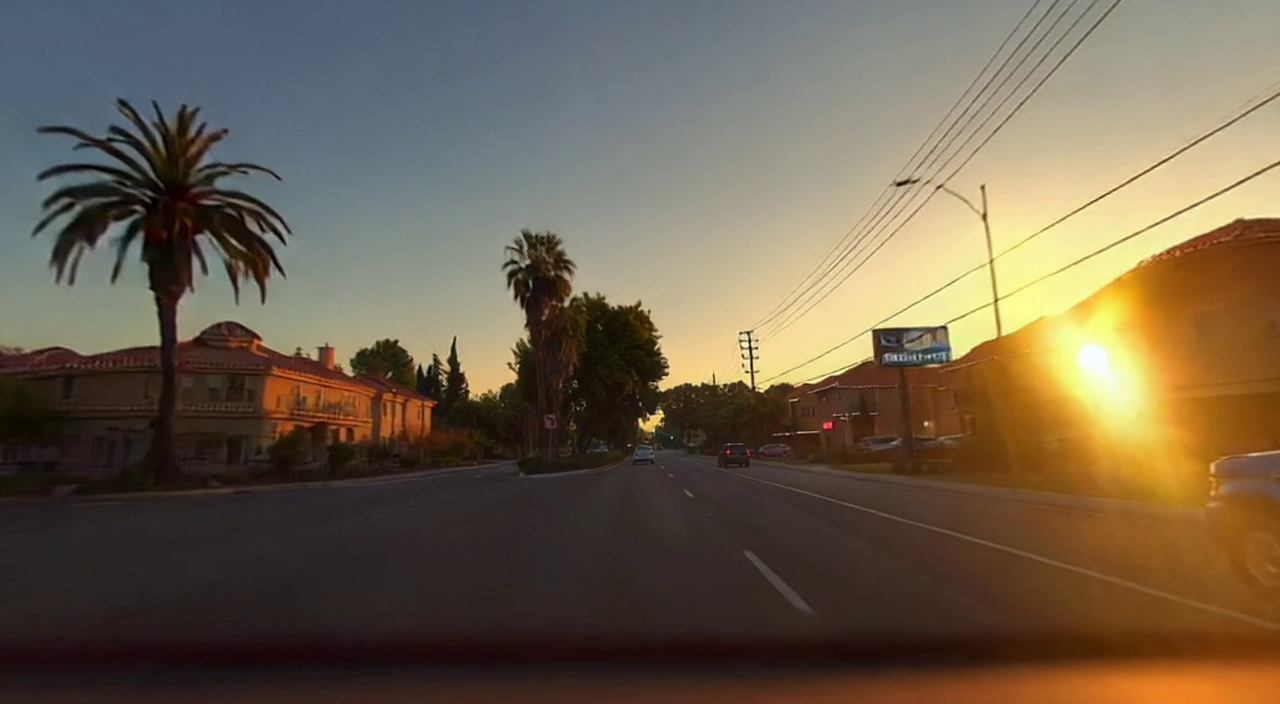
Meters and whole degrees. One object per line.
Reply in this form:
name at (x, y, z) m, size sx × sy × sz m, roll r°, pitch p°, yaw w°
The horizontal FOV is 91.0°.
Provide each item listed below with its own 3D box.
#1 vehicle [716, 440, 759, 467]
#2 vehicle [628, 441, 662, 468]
vehicle at (6.642, 6.980, 43.419) m, size 2.252 × 1.718 × 4.617 m, roll 0°, pitch -9°, yaw 0°
vehicle at (0.312, 6.821, 42.165) m, size 2.138 × 1.702 × 4.168 m, roll 0°, pitch -9°, yaw 0°
